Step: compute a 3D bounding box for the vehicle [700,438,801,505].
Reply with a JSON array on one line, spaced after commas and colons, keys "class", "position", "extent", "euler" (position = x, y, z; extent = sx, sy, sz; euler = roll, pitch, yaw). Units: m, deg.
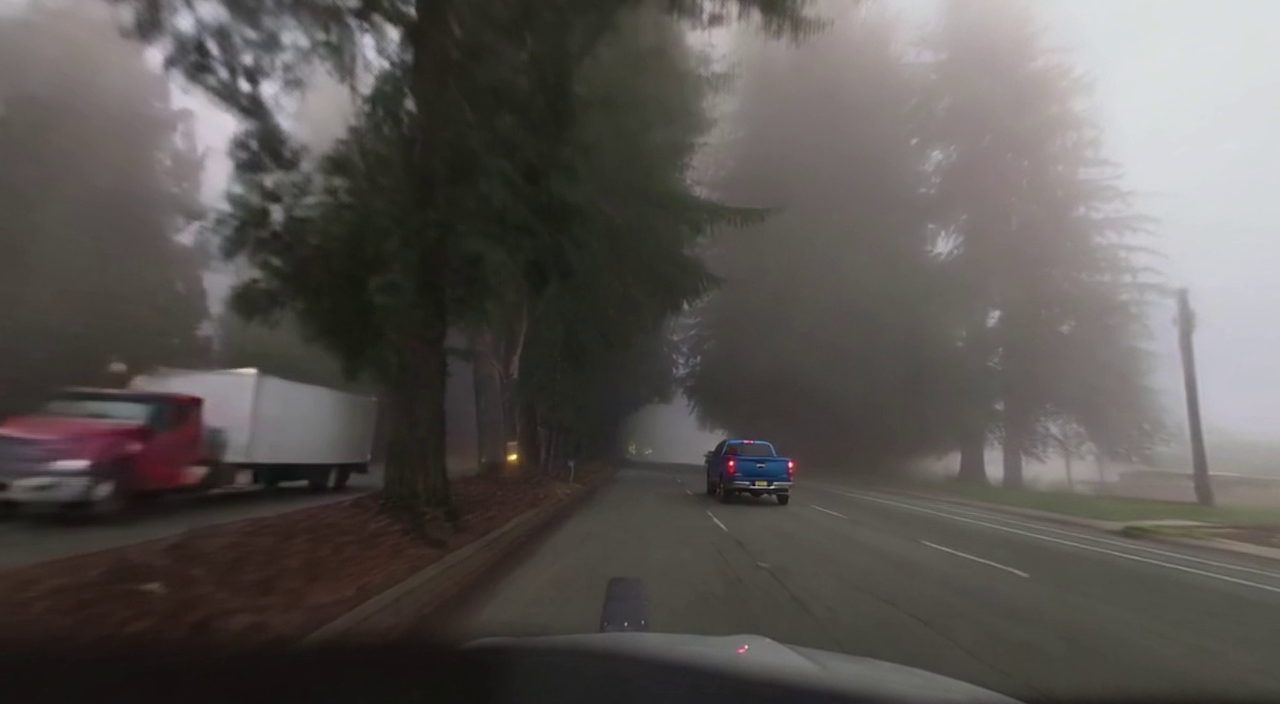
[{"class": "vehicle", "position": [3.065, 3.422, 18.560], "extent": [2.108, 1.712, 4.616], "euler": [0, -9, -1]}]

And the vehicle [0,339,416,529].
[{"class": "vehicle", "position": [-8.565, 1.962, 14.512], "extent": [3.046, 2.782, 10.538], "euler": [0, -9, -1]}]
